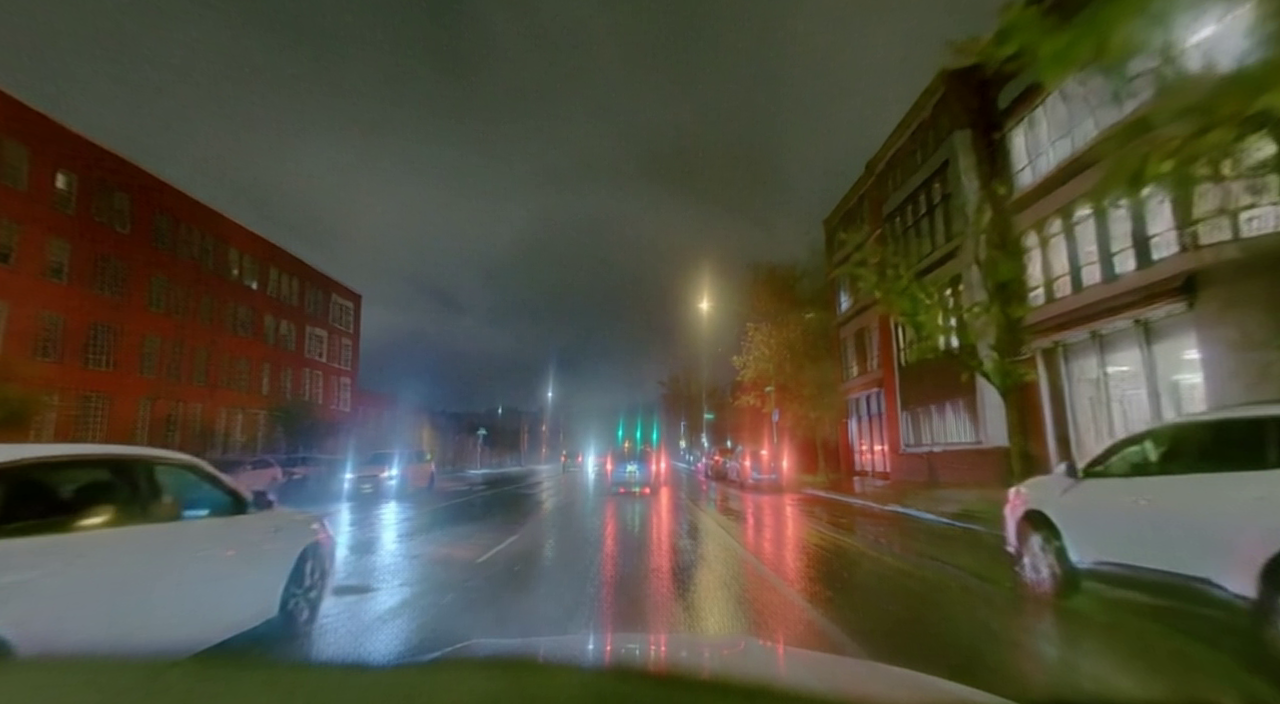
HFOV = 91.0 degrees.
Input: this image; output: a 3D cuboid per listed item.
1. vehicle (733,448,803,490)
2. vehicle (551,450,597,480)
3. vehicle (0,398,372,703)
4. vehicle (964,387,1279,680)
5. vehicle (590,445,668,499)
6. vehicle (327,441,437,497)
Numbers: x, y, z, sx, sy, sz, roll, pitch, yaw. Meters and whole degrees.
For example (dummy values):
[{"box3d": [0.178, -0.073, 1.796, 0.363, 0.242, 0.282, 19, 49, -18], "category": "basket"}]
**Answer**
[{"box3d": [4.967, 4.579, 25.043, 1.832, 1.491, 4.054, 1, -9, -2], "category": "vehicle"}, {"box3d": [-3.575, 6.209, 34.915, 1.972, 1.560, 4.066, 0, -9, 2], "category": "vehicle"}, {"box3d": [-3.437, 1.082, 3.277, 1.934, 1.548, 4.635, 0, -9, 1], "category": "vehicle"}, {"box3d": [4.855, 1.232, 4.704, 2.123, 1.736, 4.795, 1, -9, -3], "category": "vehicle"}, {"box3d": [-0.330, 3.761, 20.193, 2.230, 1.518, 4.113, 0, -9, -1], "category": "vehicle"}, {"box3d": [-9.625, 4.367, 24.012, 2.152, 1.890, 4.804, 0, -9, 0], "category": "vehicle"}]
